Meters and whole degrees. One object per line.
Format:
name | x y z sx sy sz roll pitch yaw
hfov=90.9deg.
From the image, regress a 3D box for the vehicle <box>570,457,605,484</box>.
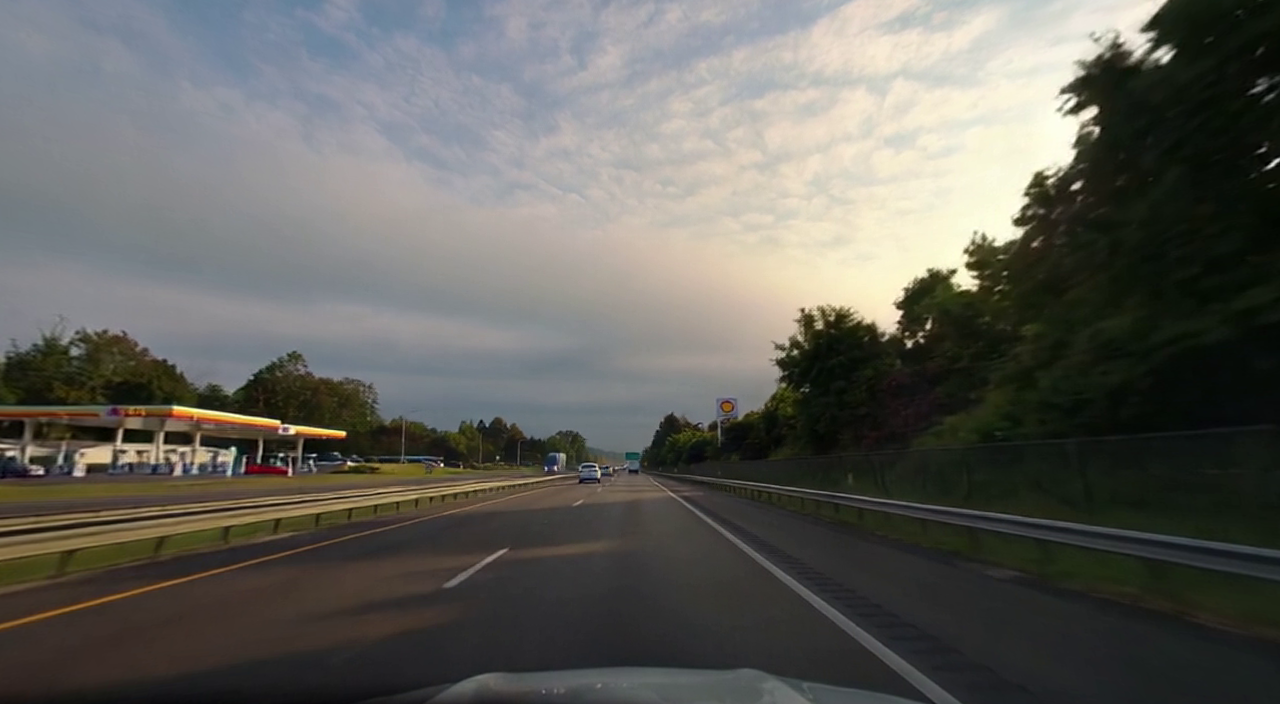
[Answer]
vehicle | -3.964 9.052 48.071 2.166 1.871 4.536 1 -10 1
